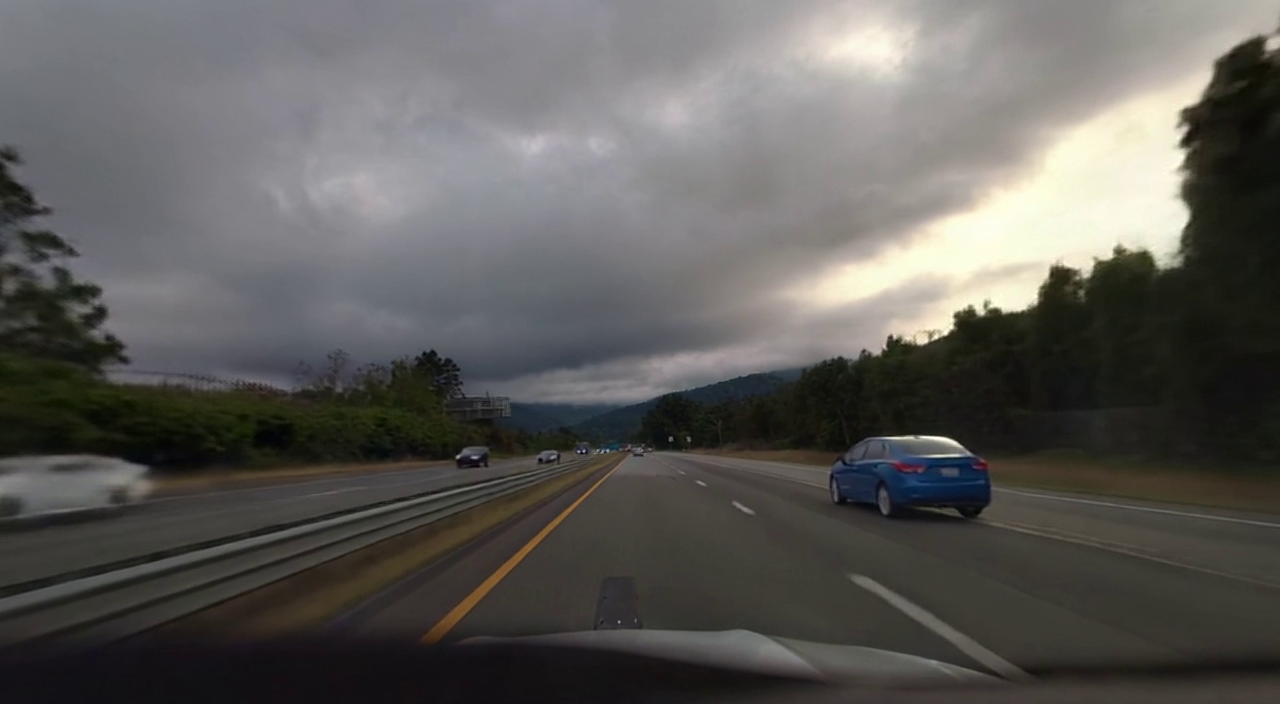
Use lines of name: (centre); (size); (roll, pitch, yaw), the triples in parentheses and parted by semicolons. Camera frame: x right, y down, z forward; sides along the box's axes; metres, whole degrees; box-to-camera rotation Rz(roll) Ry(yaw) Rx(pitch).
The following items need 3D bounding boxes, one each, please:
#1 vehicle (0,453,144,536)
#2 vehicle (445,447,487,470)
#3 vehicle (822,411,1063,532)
vehicle: (-12.736, 2.798, 12.596); (1.944, 1.474, 4.503); (0, -9, -1)
vehicle: (-13.263, 8.113, 48.261); (2.024, 1.663, 4.158); (0, -9, 0)
vehicle: (5.200, 2.134, 11.760); (2.117, 1.783, 4.627); (0, -9, -1)
